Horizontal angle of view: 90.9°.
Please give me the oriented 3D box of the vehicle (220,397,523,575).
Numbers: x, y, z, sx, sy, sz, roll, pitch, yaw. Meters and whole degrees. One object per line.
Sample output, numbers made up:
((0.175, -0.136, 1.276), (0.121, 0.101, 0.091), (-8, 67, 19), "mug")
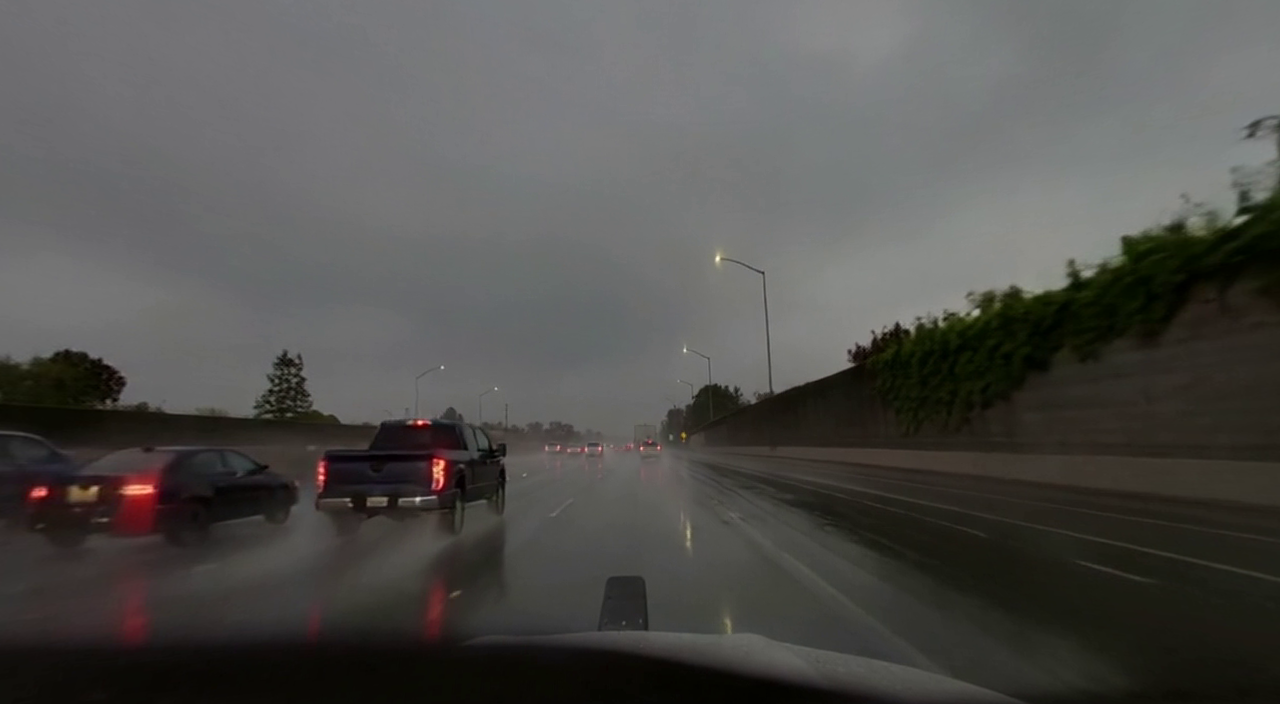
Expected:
((-3.191, 1.720, 8.922), (2.124, 1.787, 4.830), (-1, -8, 0), "vehicle")

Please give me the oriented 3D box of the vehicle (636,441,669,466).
((0.779, 6.613, 41.346), (2.073, 1.480, 4.343), (0, -8, 0), "vehicle")

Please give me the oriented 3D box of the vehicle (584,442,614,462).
((-3.165, 7.901, 49.865), (2.056, 1.480, 4.022), (-1, -8, 1), "vehicle")

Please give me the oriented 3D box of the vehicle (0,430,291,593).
((-6.630, 1.787, 8.007), (1.887, 1.475, 4.316), (-1, -8, 1), "vehicle")
